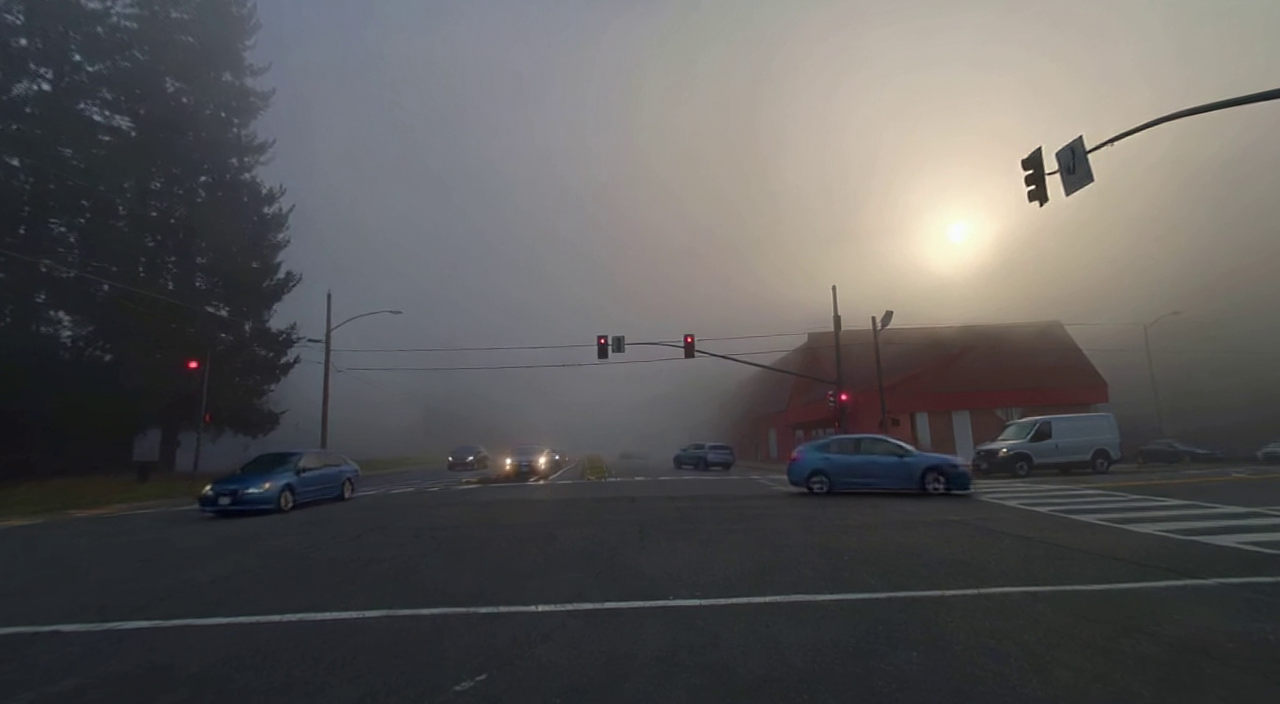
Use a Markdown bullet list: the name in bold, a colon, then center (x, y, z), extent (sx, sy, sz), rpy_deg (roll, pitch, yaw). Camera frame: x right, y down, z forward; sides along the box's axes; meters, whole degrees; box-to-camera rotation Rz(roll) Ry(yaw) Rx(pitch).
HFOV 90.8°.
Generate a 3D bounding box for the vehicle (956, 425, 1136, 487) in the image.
- **vehicle**: center (14.823, 3.778, 23.117), extent (5.910, 2.046, 2.228), rpy_deg (3, -9, -20)

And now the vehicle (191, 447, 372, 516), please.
- **vehicle**: center (-8.778, 3.165, 16.023), extent (2.024, 1.460, 4.381), rpy_deg (0, -9, 0)

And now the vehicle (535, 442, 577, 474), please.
- **vehicle**: center (-4.228, 5.268, 31.584), extent (1.935, 1.464, 4.562), rpy_deg (1, -9, -8)

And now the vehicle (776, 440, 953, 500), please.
- **vehicle**: center (5.983, 3.105, 16.908), extent (4.228, 1.416, 1.846), rpy_deg (-4, -10, 26)

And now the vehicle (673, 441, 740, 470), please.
- **vehicle**: center (3.746, 6.005, 36.629), extent (1.919, 1.453, 4.828), rpy_deg (1, -9, -19)

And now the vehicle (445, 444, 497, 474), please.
- **vehicle**: center (-8.840, 5.615, 33.309), extent (1.779, 1.460, 4.463), rpy_deg (0, -9, -4)

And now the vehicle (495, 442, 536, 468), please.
- **vehicle**: center (-8.679, 7.199, 44.401), extent (2.087, 1.718, 4.700), rpy_deg (0, -9, -2)
